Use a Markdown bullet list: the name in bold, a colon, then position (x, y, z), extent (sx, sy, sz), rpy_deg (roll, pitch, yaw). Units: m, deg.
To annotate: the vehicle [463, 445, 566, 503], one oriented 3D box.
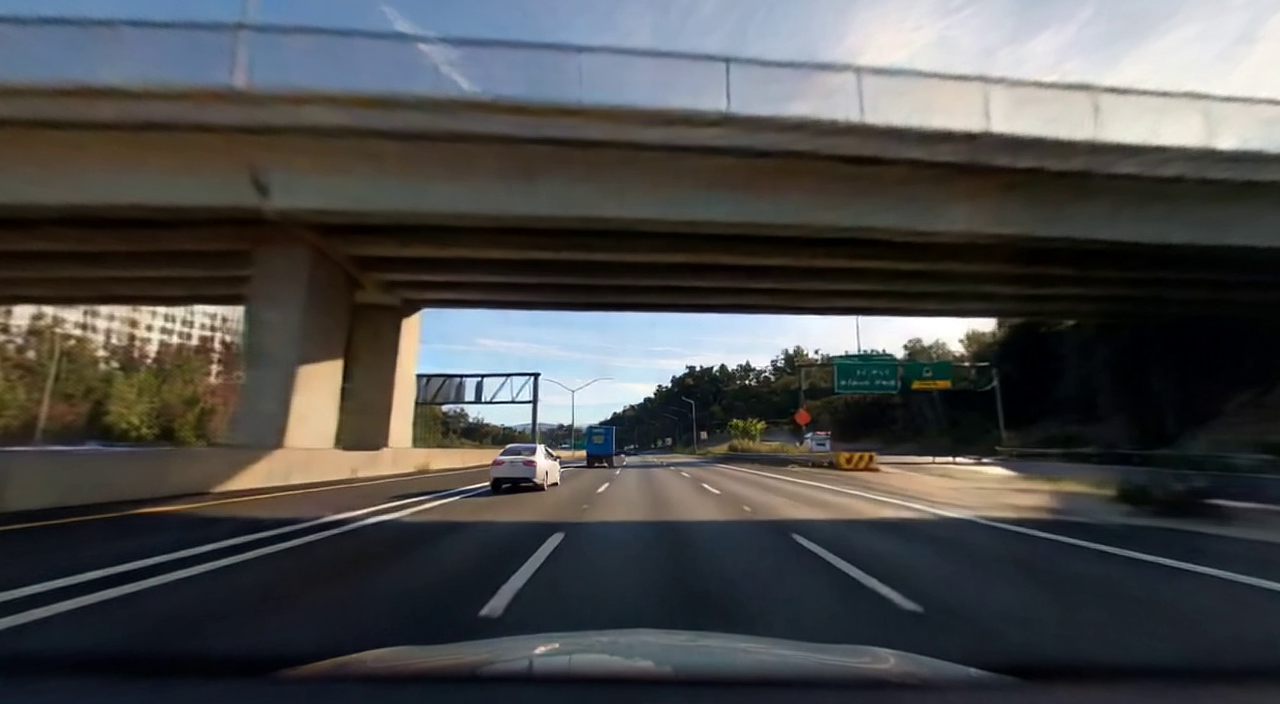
- **vehicle**: position (-3.522, 3.506, 18.573), extent (2.039, 1.478, 4.483), rpy_deg (0, -9, 1)
